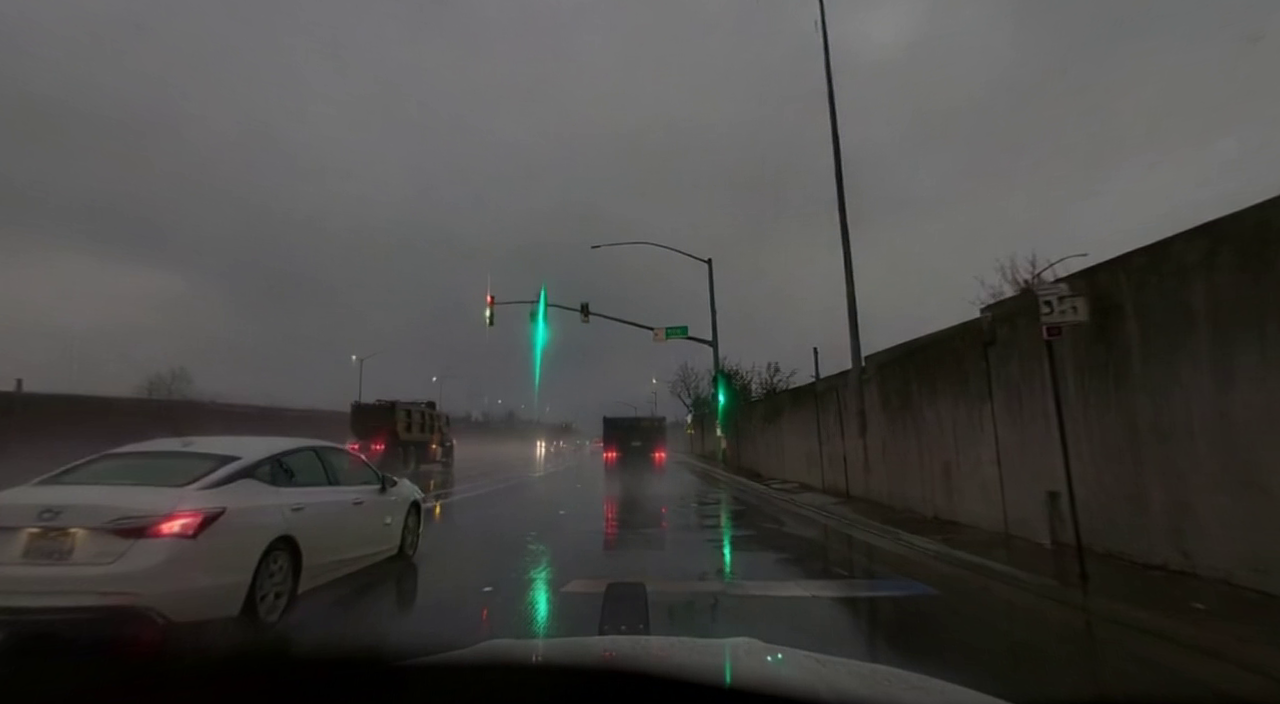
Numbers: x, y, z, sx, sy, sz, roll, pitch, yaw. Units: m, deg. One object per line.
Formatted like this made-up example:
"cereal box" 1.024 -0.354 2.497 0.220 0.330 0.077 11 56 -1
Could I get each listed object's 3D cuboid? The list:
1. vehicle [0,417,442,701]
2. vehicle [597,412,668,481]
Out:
"vehicle" -3.710 1.462 5.882 2.019 1.480 4.966 0 -8 1
"vehicle" -0.345 3.553 23.830 2.355 2.305 5.336 0 -9 -2
